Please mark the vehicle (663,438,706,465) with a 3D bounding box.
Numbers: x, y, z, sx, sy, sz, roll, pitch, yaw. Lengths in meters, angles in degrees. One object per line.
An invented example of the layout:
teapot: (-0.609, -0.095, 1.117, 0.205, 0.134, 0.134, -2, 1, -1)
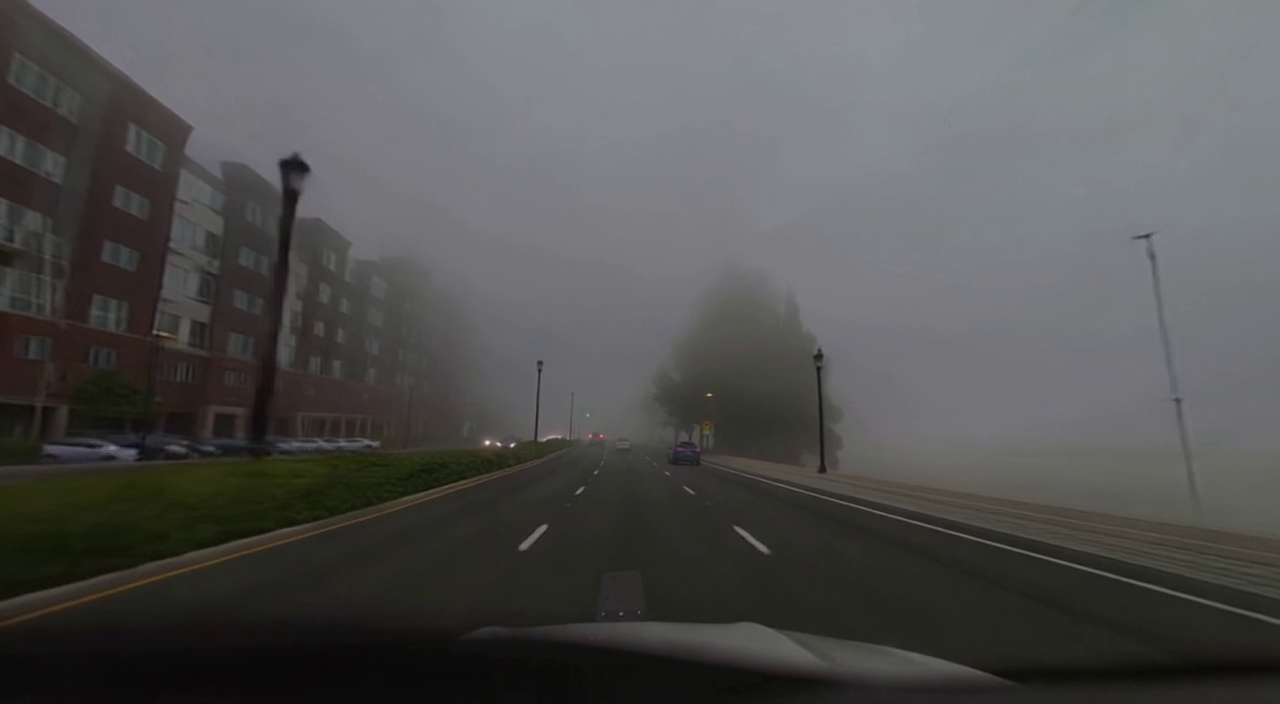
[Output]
vehicle: (2.644, 6.025, 38.500, 2.090, 1.506, 4.382, 0, -8, -3)
